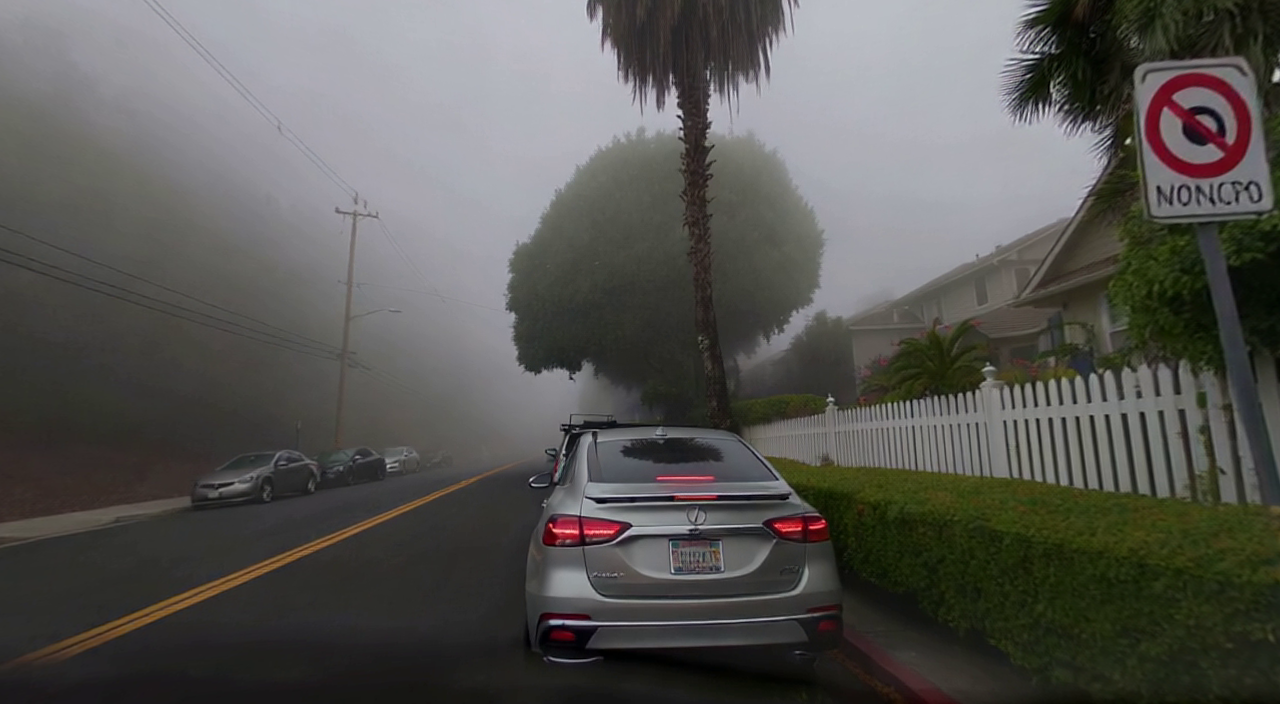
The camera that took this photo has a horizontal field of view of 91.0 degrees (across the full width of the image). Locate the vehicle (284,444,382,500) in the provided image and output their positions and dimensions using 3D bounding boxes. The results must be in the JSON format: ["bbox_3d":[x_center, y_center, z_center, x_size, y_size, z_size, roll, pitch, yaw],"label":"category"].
[{"bbox_3d":[-12.159,4.713,25.288,2.048,1.485,4.757,-4,-4,-7],"label":"vehicle"}]

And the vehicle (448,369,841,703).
[{"bbox_3d":[-0.135,1.213,5.001,1.894,1.695,3.795,1,-8,-5],"label":"vehicle"}]

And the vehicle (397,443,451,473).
[{"bbox_3d":[-13.165,6.465,38.704,2.060,1.689,4.999,1,-8,-7],"label":"vehicle"}]

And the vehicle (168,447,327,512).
[{"bbox_3d":[-11.392,3.658,18.803,2.017,1.627,5.039,1,-8,-7],"label":"vehicle"}]
